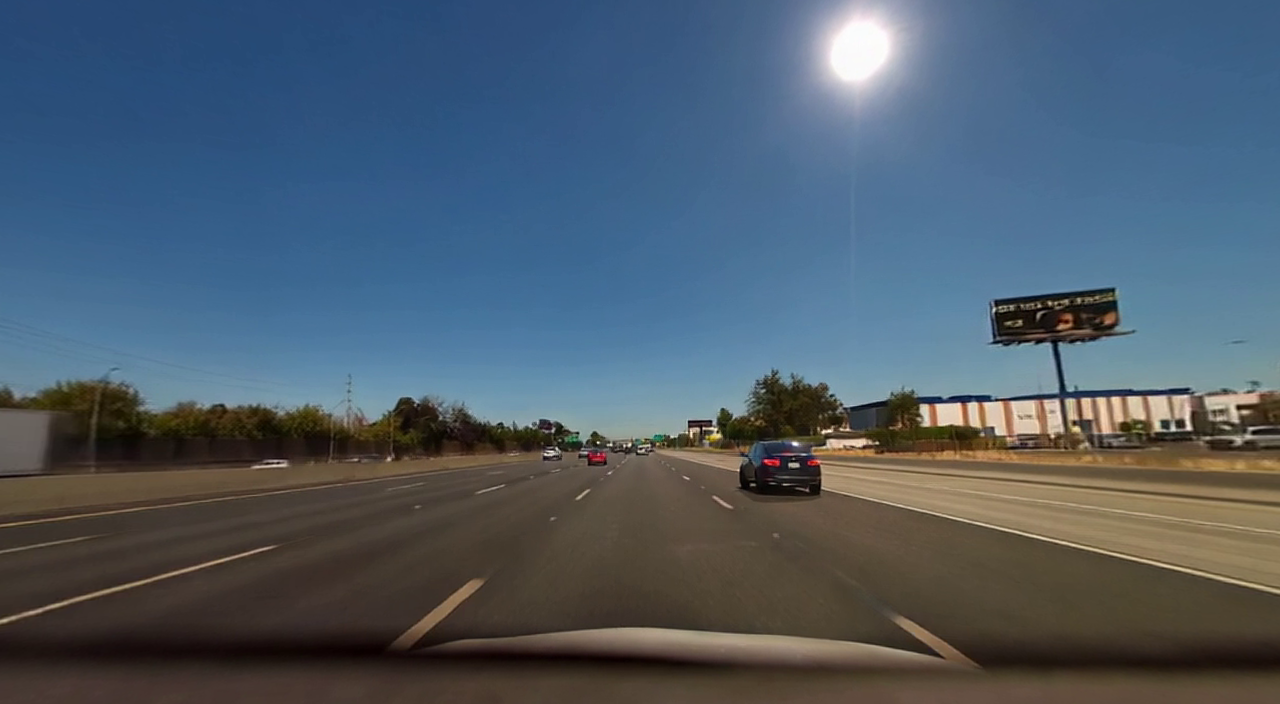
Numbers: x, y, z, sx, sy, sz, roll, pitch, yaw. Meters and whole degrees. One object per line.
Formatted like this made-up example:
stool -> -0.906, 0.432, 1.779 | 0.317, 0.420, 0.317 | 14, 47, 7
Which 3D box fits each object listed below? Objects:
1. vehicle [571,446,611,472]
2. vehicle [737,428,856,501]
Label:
vehicle -> -2.965, 6.600, 39.207 | 2.139, 1.510, 4.506 | 0, -9, 0
vehicle -> 4.234, 3.135, 17.949 | 2.109, 1.764, 4.704 | 0, -9, -1
